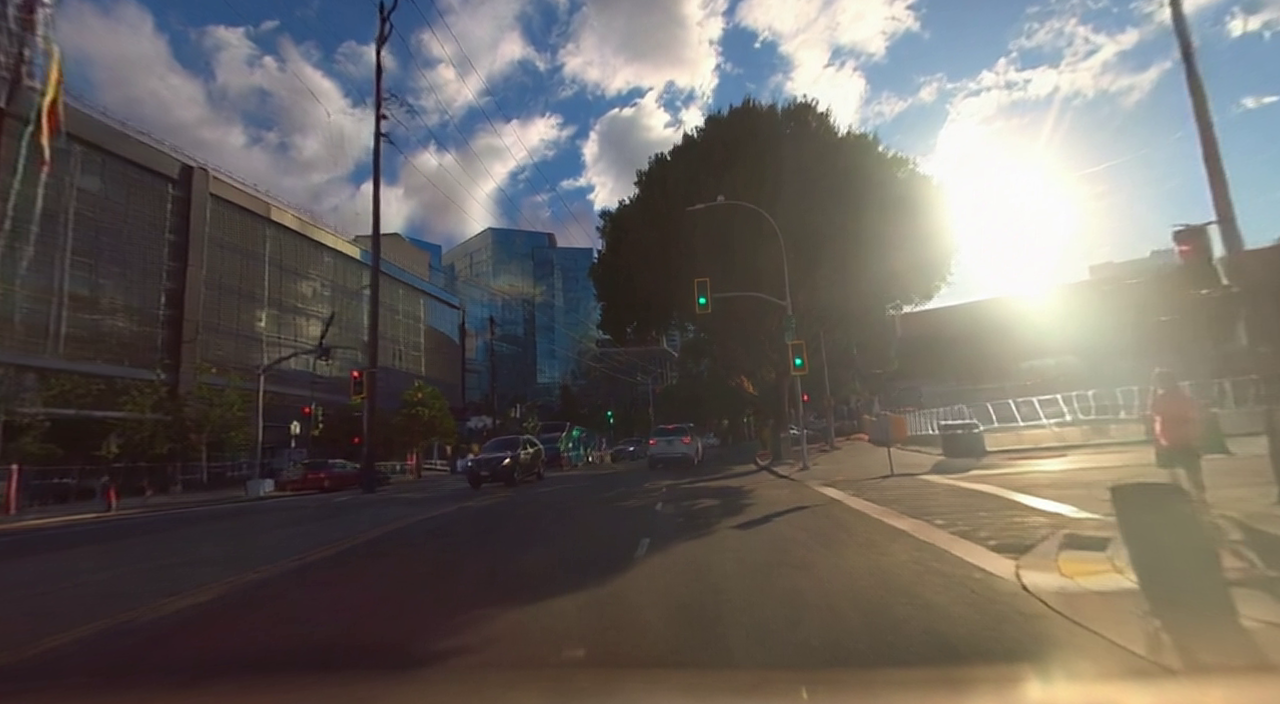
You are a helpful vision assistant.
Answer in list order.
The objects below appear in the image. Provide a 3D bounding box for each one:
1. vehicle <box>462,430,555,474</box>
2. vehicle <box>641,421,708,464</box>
[{"bbox_3d":[-5.544,4.305,27.354,2.017,1.684,4.483,-3,-9,16],"label":"vehicle"},{"bbox_3d":[1.625,4.005,27.822,2.101,1.721,4.364,-3,-9,14],"label":"vehicle"}]
